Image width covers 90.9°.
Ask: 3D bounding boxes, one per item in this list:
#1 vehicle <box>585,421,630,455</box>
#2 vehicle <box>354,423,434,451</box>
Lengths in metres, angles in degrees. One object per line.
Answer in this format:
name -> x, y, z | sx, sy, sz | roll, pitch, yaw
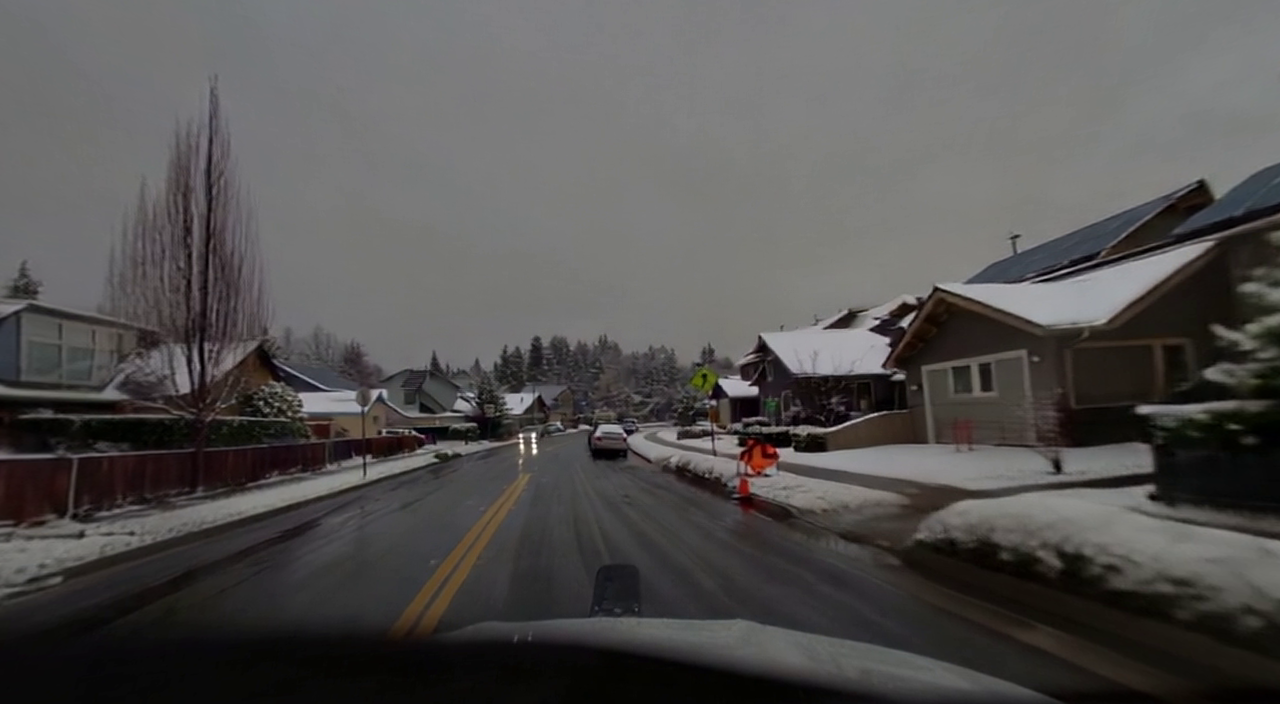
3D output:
vehicle -> -1.584, 4.101, 30.022 | 1.998, 1.494, 3.927 | 0, -8, -4
vehicle -> -15.630, 5.435, 40.184 | 4.205, 1.745, 2.121 | 1, -8, -2
